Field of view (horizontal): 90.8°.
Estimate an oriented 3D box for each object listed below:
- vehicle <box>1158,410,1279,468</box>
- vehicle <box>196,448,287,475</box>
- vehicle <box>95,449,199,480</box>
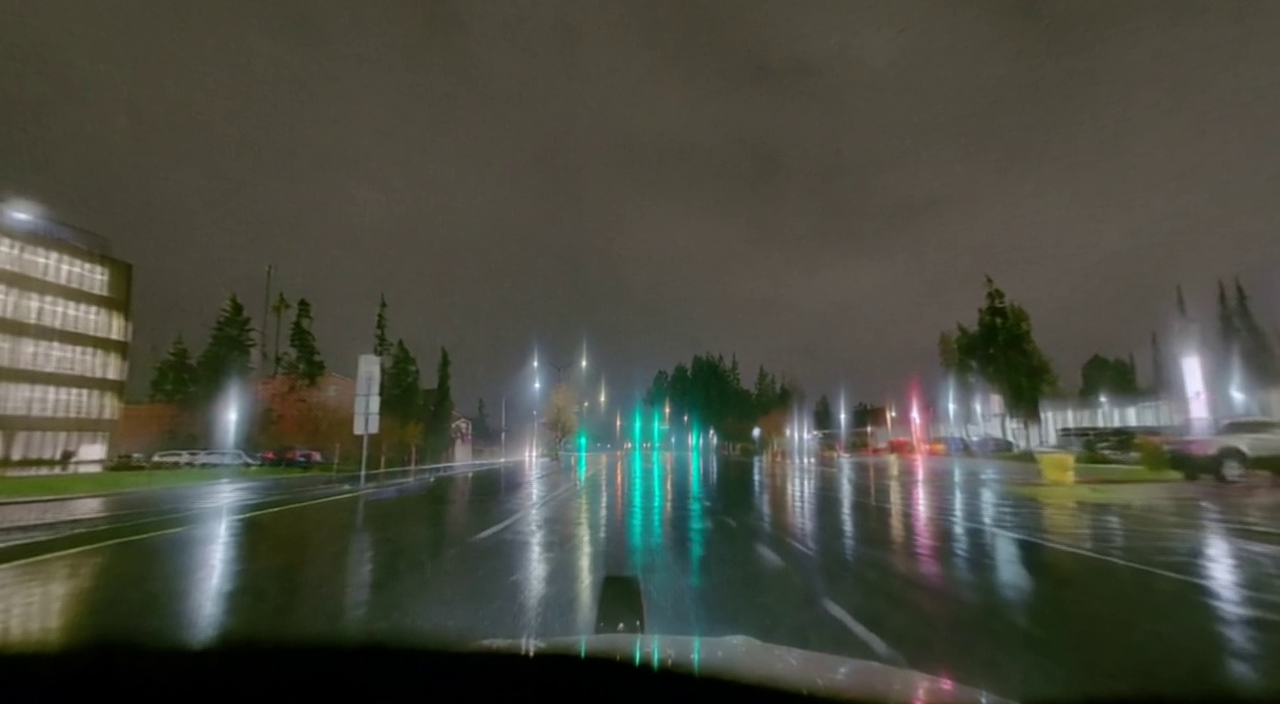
[{"bbox_3d":[20.025,2.823,20.383,4.656,1.752,2.309,1,-9,-4],"label":"vehicle"},{"bbox_3d":[-26.615,7.330,42.318,4.673,1.717,2.044,0,-9,1],"label":"vehicle"},{"bbox_3d":[-32.319,7.316,41.502,2.122,1.886,4.993,-10,-13,44],"label":"vehicle"}]
